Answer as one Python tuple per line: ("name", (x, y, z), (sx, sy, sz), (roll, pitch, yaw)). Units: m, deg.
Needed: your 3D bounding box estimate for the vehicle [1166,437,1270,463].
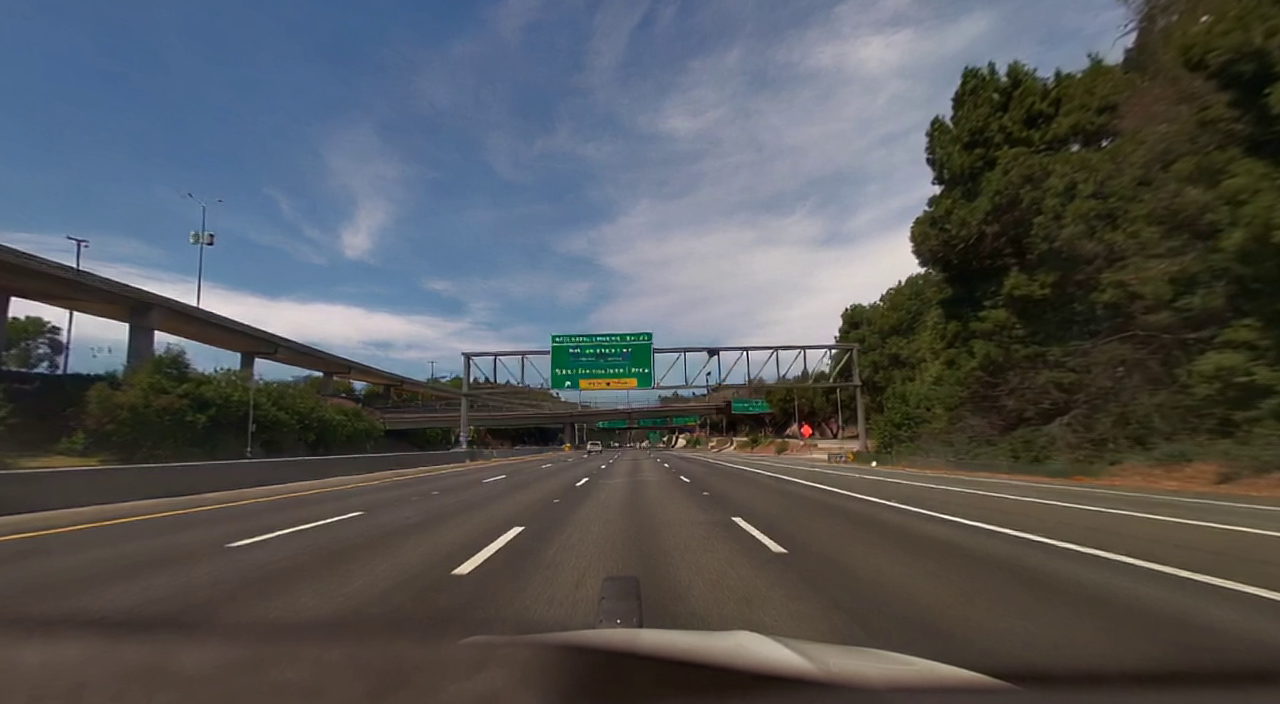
("vehicle", (36.358, 6.180, 39.946), (1.937, 1.478, 4.733), (0, -8, -3))
